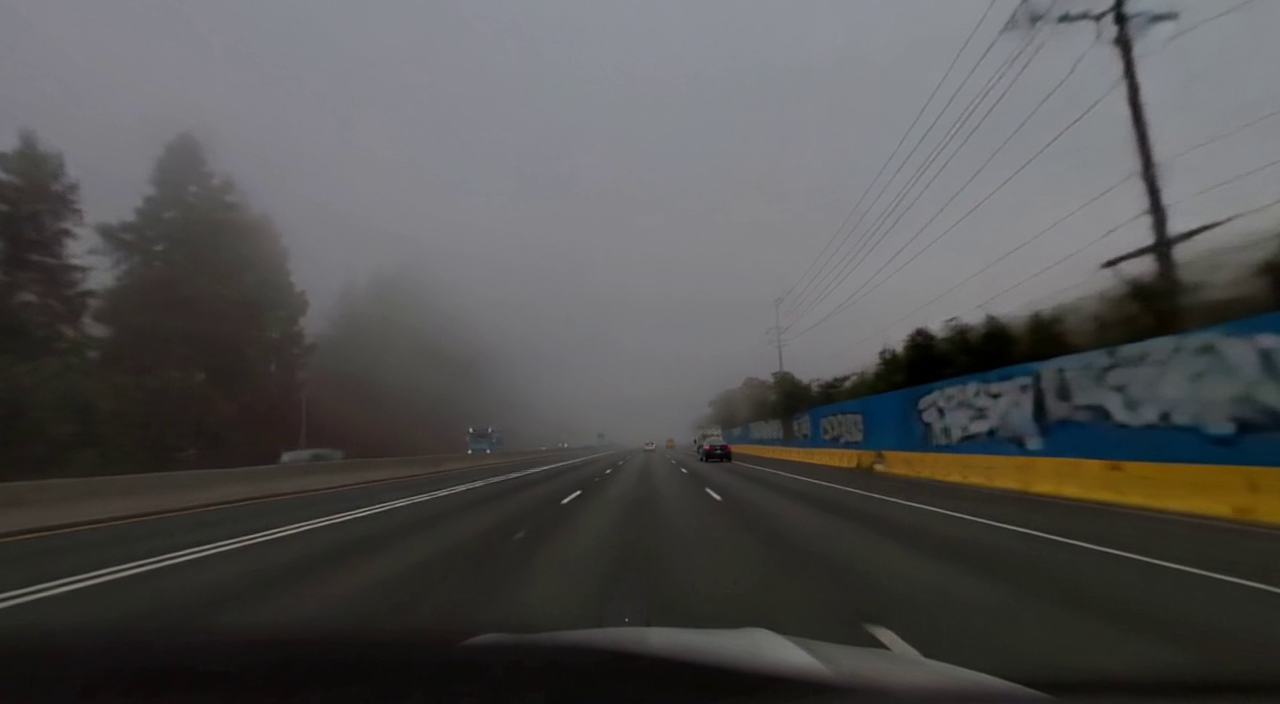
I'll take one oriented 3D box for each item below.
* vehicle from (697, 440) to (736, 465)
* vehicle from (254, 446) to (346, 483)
[{"bbox_3d":[4.863,6.448,40.591,1.991,1.494,3.951,0,-8,0],"label":"vehicle"},{"bbox_3d":[-14.765,4.875,27.592,1.824,1.488,3.872,0,-8,1],"label":"vehicle"}]
